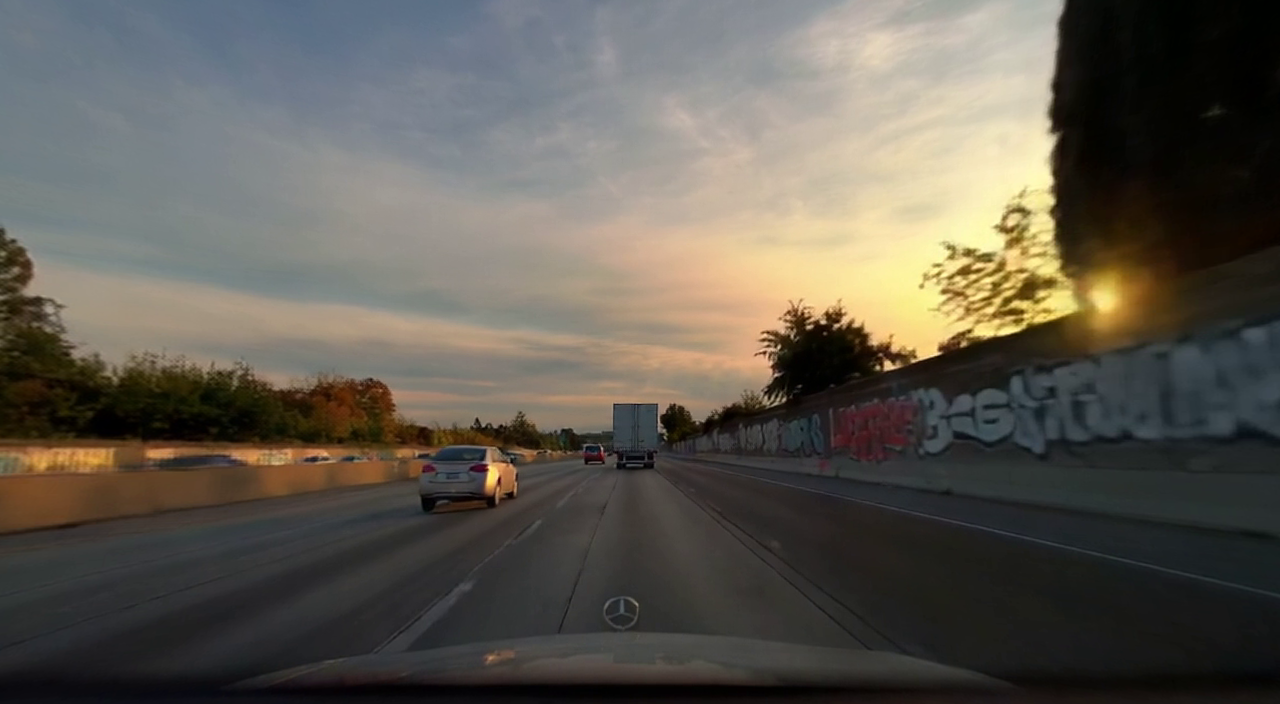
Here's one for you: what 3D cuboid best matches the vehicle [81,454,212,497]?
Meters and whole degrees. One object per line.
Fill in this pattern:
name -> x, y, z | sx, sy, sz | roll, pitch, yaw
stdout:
vehicle -> -19.458, 4.836, 24.973 | 1.853, 1.495, 4.151 | 0, -9, -1

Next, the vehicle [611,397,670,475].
vehicle -> -0.122, 5.158, 37.803 | 3.042, 4.023, 10.832 | 0, -9, -2

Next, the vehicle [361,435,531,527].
vehicle -> -3.686, 2.535, 12.824 | 2.158, 1.538, 4.047 | 0, -9, 0
